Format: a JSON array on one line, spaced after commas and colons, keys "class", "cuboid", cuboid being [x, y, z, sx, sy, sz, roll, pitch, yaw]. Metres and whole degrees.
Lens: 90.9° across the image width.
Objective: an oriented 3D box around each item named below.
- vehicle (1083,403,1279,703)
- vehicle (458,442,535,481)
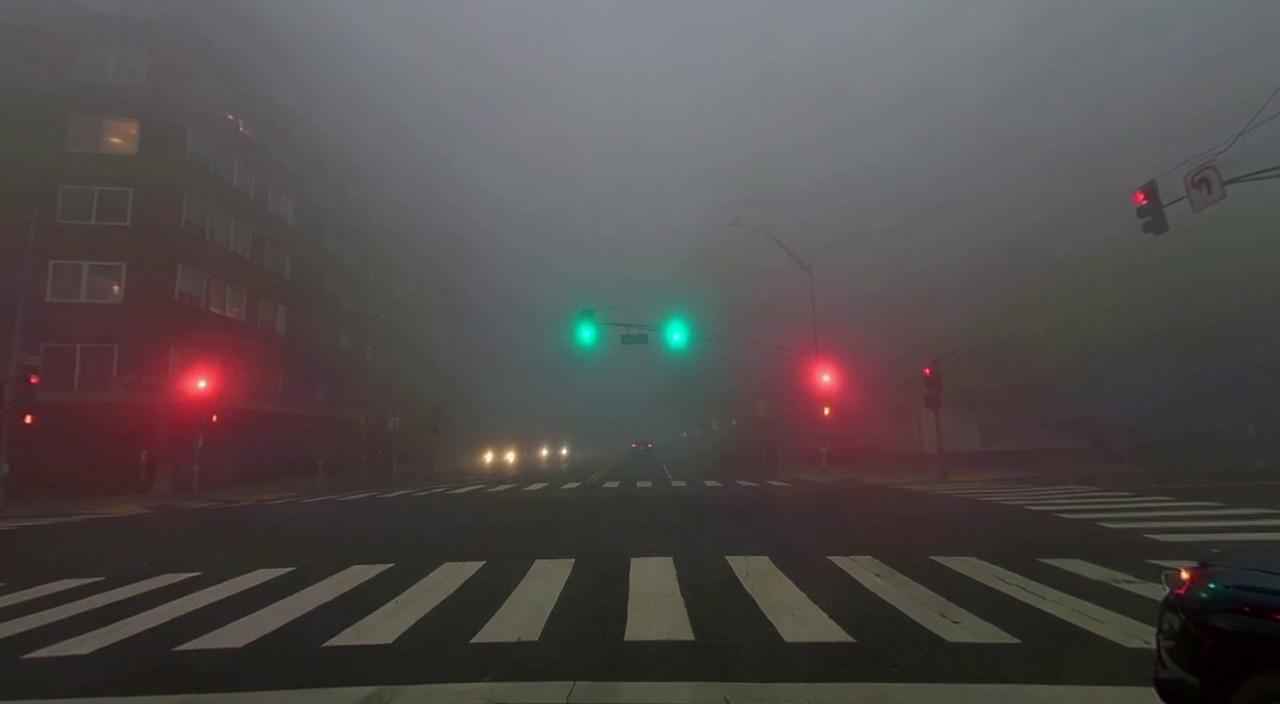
[{"class": "vehicle", "cuboid": [2.961, 0.675, 0.234, 2.039, 1.519, 4.846, 0, -8, 0]}, {"class": "vehicle", "cuboid": [-5.880, 4.542, 26.473, 2.127, 1.473, 4.428, 0, -8, 1]}]
